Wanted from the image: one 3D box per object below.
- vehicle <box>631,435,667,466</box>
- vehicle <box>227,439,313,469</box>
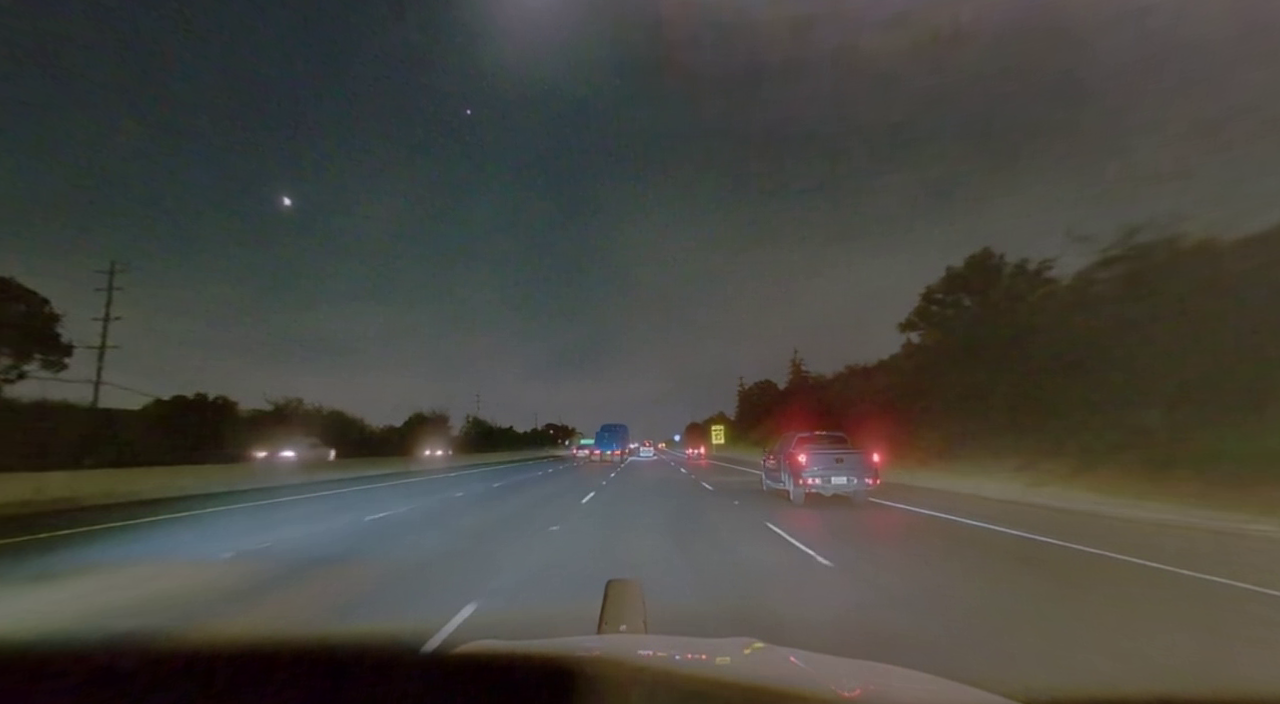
[{"bbox_3d":[0.592,6.831,43.787,2.309,2.023,5.130,0,-8,0],"label":"vehicle"},{"bbox_3d":[-20.559,5.682,35.303,1.938,1.560,4.732,0,-8,1],"label":"vehicle"}]
